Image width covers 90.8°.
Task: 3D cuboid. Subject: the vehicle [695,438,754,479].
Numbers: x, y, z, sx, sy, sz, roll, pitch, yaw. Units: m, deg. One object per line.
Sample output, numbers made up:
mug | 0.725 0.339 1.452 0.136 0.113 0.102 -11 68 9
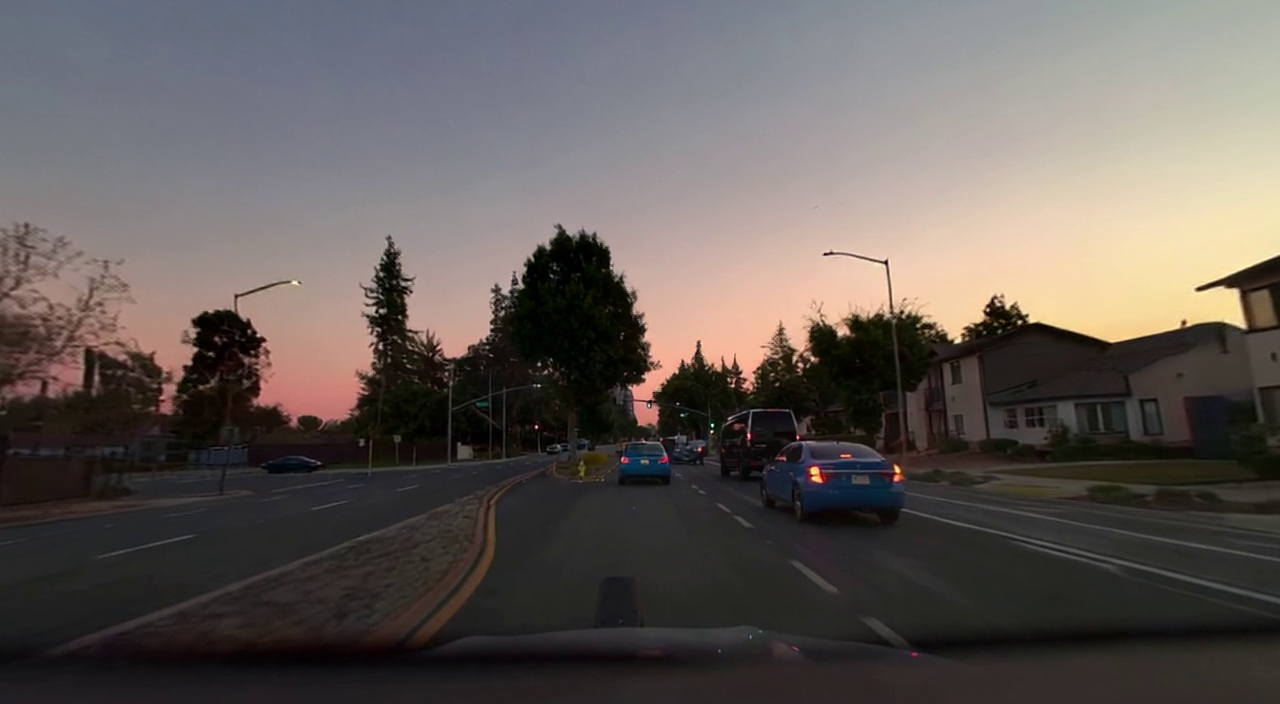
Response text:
vehicle | 3.327 4.257 25.510 1.775 1.499 3.488 0 -9 -2

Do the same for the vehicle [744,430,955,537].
vehicle | 3.409 2.244 11.460 2.161 1.519 4.568 0 -9 -1

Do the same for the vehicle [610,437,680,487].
vehicle | 0.122 3.607 21.003 2.093 1.497 4.010 0 -9 -1
